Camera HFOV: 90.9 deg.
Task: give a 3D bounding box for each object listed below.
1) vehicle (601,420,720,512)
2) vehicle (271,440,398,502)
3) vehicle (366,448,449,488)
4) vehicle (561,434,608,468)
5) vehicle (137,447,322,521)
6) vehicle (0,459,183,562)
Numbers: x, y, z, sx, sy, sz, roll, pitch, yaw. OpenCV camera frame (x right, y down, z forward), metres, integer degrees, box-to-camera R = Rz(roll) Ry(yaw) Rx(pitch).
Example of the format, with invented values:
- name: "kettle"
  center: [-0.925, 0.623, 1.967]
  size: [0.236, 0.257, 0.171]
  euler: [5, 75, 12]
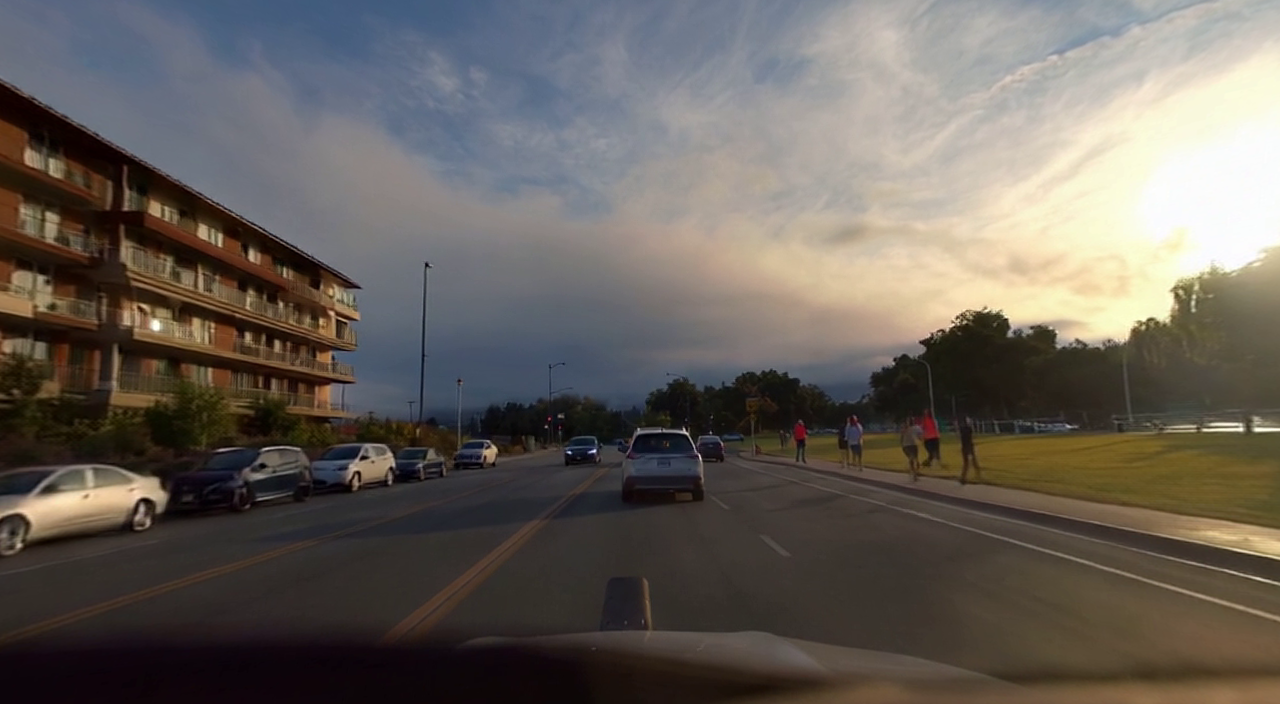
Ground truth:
- name: "vehicle"
  center: [0.348, 2.323, 13.219]
  size: [2.132, 1.632, 3.838]
  euler: [0, -9, 0]
- name: "vehicle"
  center: [-10.261, 3.979, 21.672]
  size: [1.940, 1.816, 4.721]
  euler: [-1, -7, 1]
- name: "vehicle"
  center: [-10.098, 5.027, 27.821]
  size: [1.860, 1.487, 4.658]
  euler: [-1, -8, 0]
- name: "vehicle"
  center: [-2.942, 5.402, 34.516]
  size: [2.086, 1.702, 4.451]
  euler: [0, -9, 1]
- name: "vehicle"
  center: [-10.394, 3.310, 16.463]
  size: [1.869, 1.647, 4.281]
  euler: [0, -9, 1]
- name: "vehicle"
  center: [-10.607, 2.644, 10.933]
  size: [1.839, 1.474, 4.694]
  euler: [0, -9, 0]
